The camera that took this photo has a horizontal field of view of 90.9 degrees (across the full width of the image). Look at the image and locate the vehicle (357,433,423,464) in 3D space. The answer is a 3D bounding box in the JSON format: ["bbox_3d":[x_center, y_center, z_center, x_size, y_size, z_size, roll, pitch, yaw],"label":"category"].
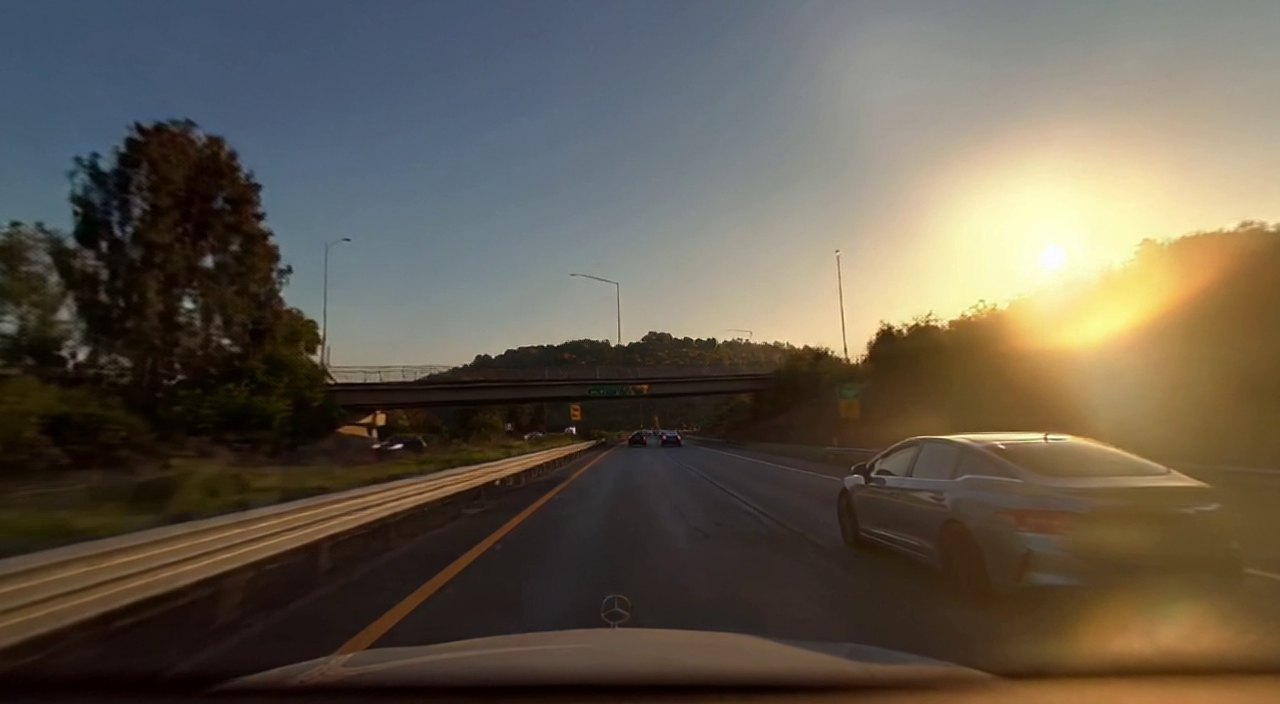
[{"bbox_3d":[-13.187,5.104,33.510,1.899,1.531,4.005,0,-8,-1],"label":"vehicle"}]

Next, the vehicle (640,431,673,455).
[{"bbox_3d":[1.069,6.105,42.432,1.981,1.490,3.449,0,-8,-3],"label":"vehicle"}]
